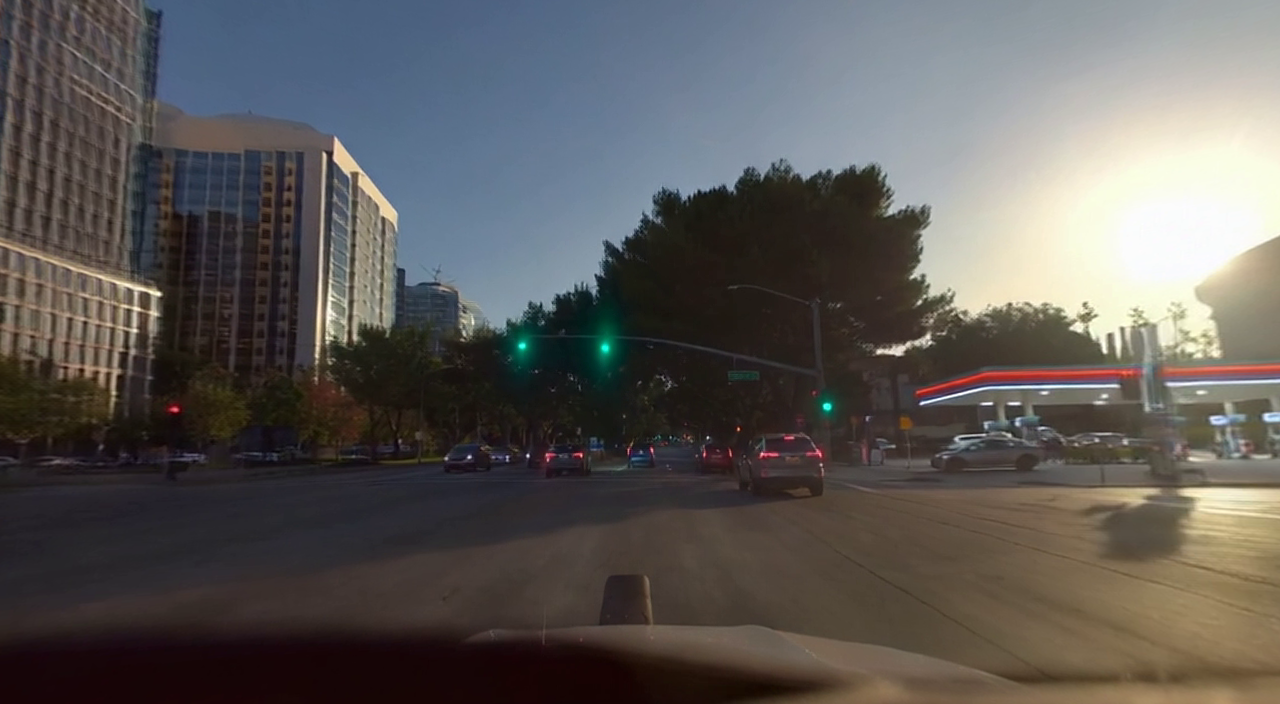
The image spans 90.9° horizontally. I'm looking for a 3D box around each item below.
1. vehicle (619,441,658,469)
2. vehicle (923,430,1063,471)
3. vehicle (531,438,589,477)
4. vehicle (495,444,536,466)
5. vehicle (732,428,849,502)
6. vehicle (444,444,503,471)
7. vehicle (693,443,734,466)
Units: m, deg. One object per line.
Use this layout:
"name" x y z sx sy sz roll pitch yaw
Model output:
"vehicle" -0.062 5.814 35.893 2.104 1.477 4.591 0 -8 0
"vehicle" 18.027 5.057 32.414 5.585 1.866 2.607 -1 -8 -3
"vehicle" -3.507 4.713 28.405 2.023 1.607 4.086 0 -8 1
"vehicle" -8.814 7.275 44.841 2.001 1.461 3.859 0 -8 2
"vehicle" 3.804 2.923 16.774 2.022 1.683 4.171 0 -8 -1
"vehicle" -9.404 5.982 35.952 2.023 1.433 4.699 0 -8 1
"vehicle" 4.845 6.848 42.388 2.174 1.462 4.400 0 -8 -1
